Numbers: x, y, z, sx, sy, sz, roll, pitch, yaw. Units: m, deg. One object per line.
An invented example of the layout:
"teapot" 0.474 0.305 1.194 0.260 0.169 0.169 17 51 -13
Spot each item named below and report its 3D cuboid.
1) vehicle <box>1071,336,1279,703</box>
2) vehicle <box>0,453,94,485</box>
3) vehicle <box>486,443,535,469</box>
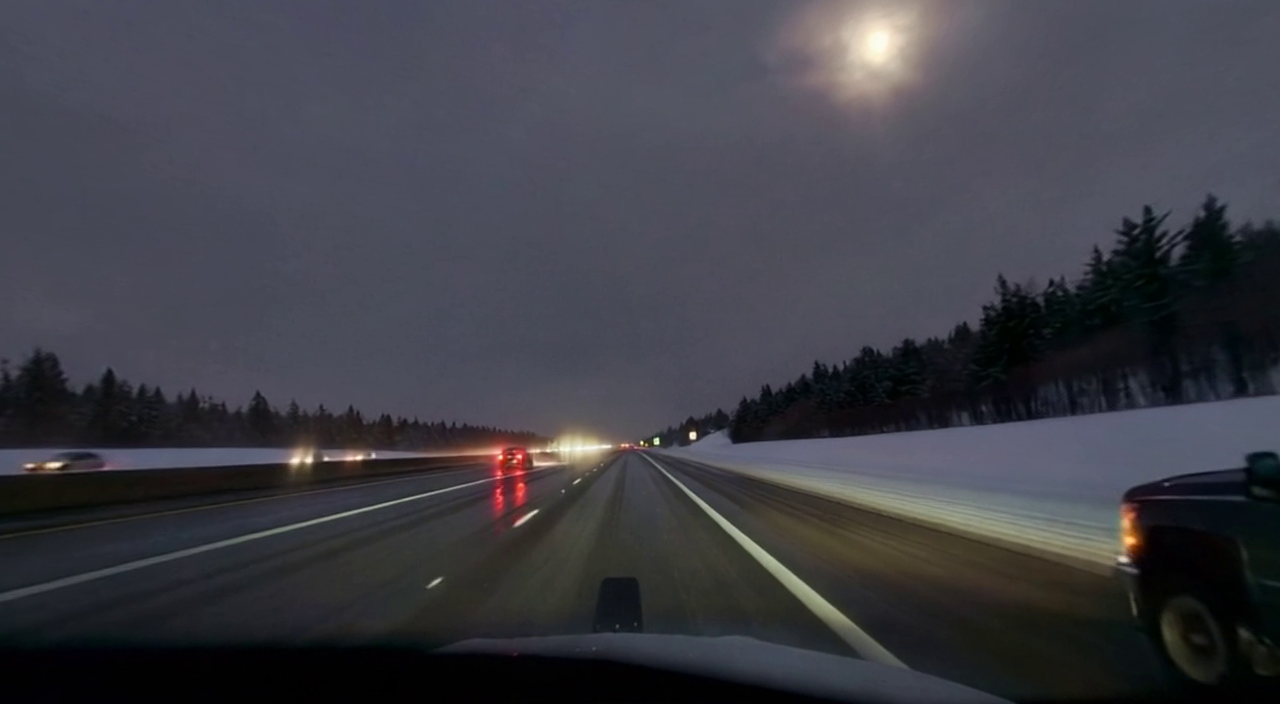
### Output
"vehicle" 3.637 0.620 1.382 2.103 1.694 4.628 0 -8 0
"vehicle" -39.182 7.557 41.080 2.079 1.830 5.811 0 -8 0
"vehicle" -8.063 6.532 39.863 2.005 1.545 4.874 0 -8 0
